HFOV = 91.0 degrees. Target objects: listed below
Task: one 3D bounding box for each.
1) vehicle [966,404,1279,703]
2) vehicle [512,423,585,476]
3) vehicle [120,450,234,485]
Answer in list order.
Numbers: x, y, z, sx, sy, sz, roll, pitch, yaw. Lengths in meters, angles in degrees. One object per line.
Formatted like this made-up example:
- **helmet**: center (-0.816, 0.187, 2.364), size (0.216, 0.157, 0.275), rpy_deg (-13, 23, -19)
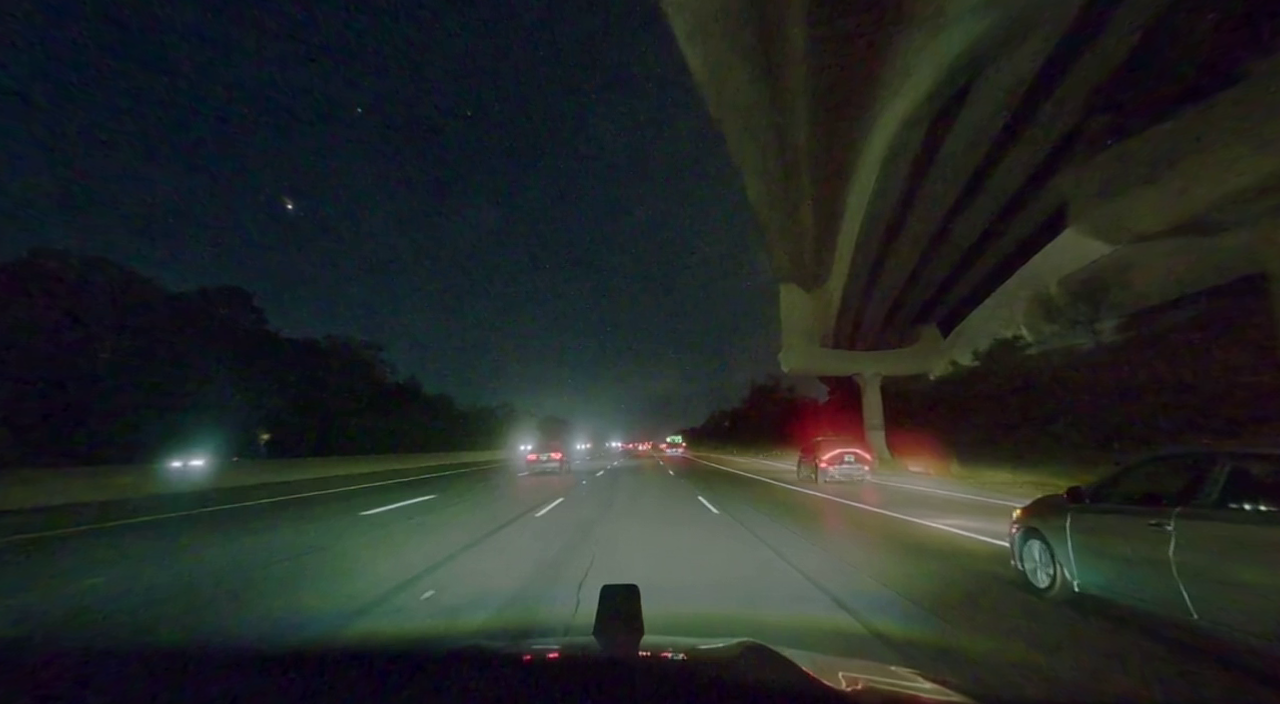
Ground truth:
- **vehicle**: center (3.724, 1.011, 2.737), size (2.047, 1.532, 4.884), rpy_deg (0, -9, 1)
- **vehicle**: center (-4.099, 4.562, 29.545), size (2.496, 2.203, 6.317), rpy_deg (0, -9, 0)
- **vehicle**: center (-22.112, 5.520, 30.346), size (1.884, 1.511, 4.549), rpy_deg (0, -9, 3)
